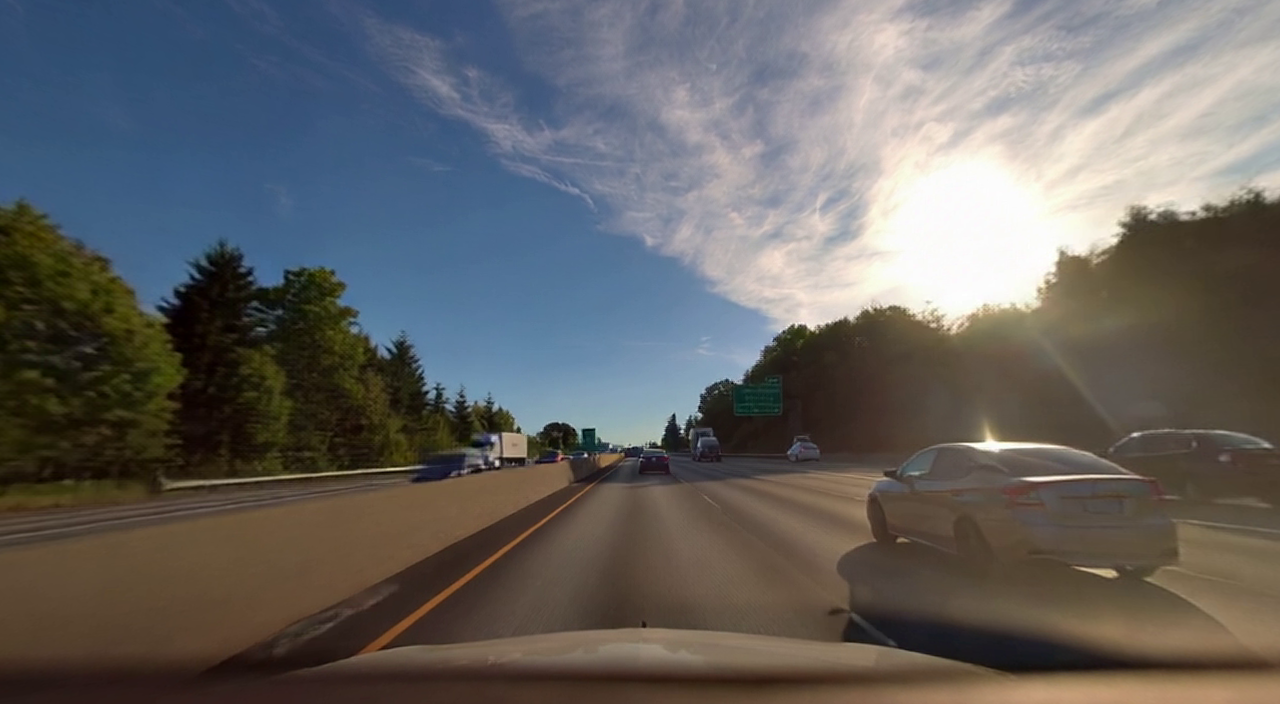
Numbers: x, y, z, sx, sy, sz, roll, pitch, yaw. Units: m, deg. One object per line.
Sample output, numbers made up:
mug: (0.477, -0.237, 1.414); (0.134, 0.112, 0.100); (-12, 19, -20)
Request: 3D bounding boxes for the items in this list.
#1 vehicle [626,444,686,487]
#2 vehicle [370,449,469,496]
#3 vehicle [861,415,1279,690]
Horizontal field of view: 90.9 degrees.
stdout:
vehicle: (0.597, 4.482, 25.151); (2.177, 1.520, 4.278); (0, -9, 0)
vehicle: (-7.798, 4.287, 22.806); (1.922, 1.501, 4.532); (0, -9, 0)
vehicle: (3.793, 1.424, 5.640); (2.029, 1.475, 4.279); (0, -9, -1)
